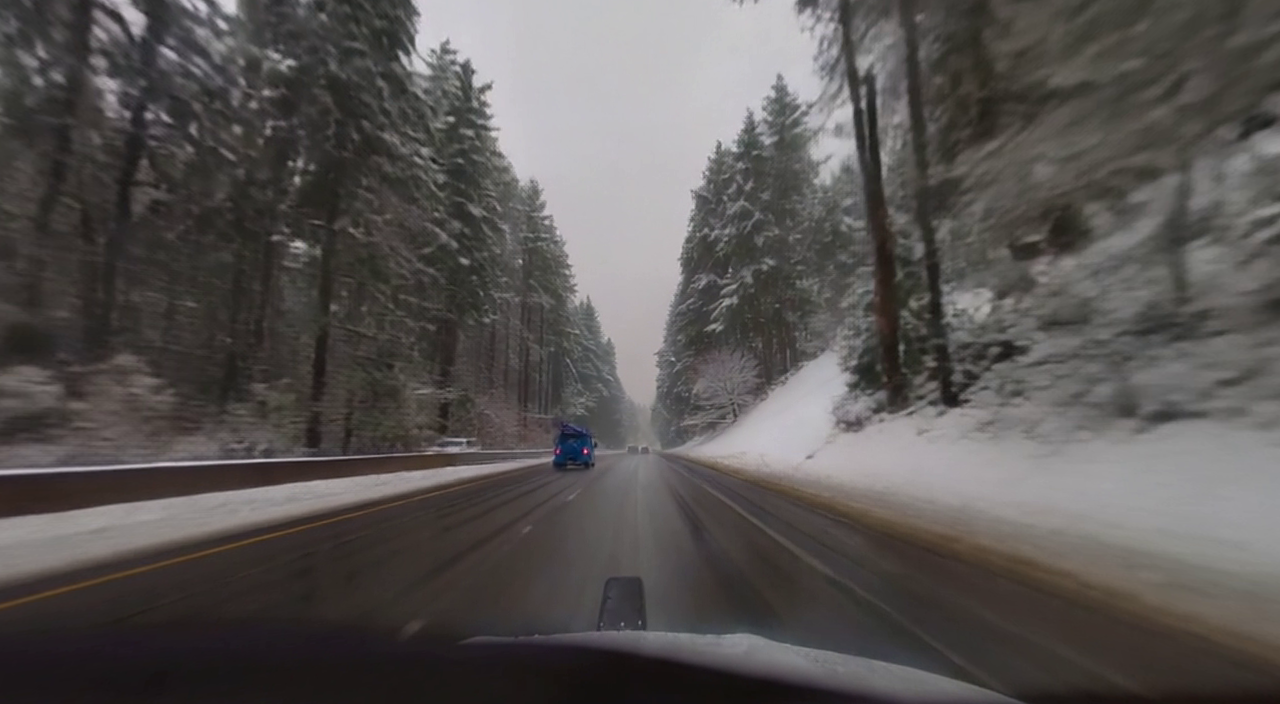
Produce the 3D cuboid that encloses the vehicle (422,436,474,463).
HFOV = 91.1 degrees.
[{"bbox_3d":[-13.549,6.906,44.651,2.126,1.744,4.816,0,-8,1],"label":"vehicle"}]

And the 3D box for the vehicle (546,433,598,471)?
[{"bbox_3d":[-3.404,5.125,32.370,2.084,1.752,4.479,-1,-8,1],"label":"vehicle"}]
